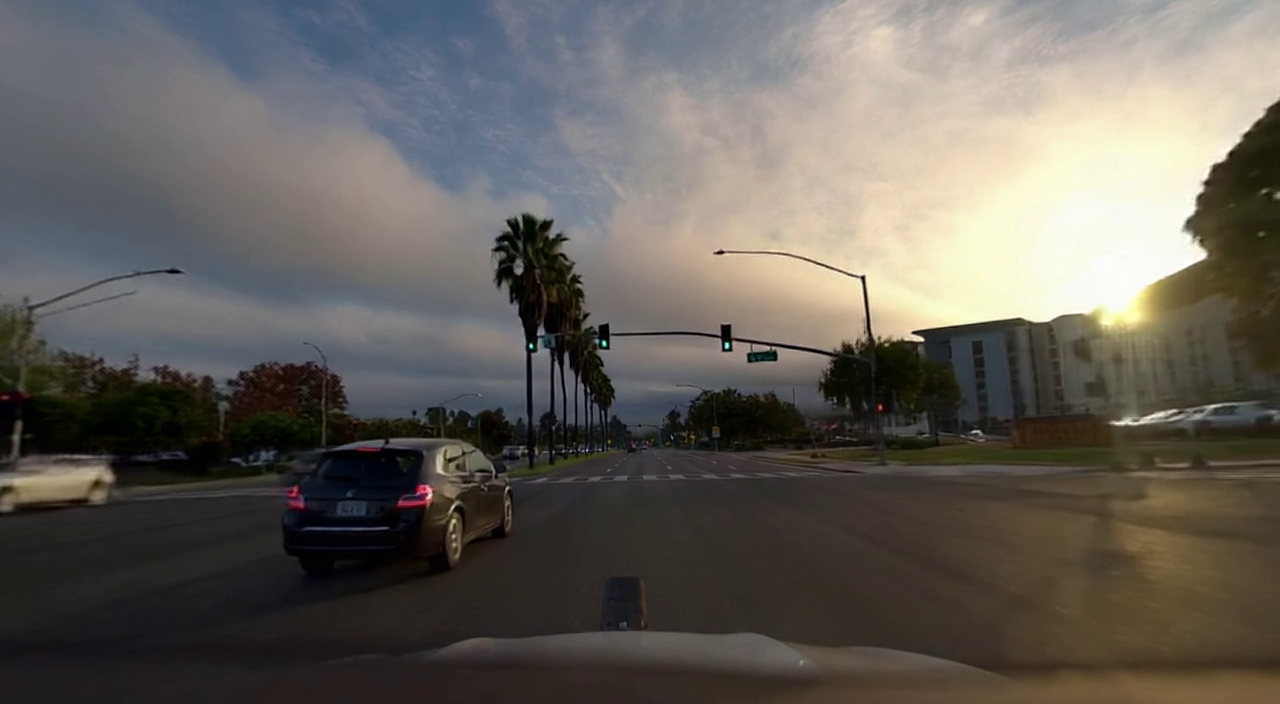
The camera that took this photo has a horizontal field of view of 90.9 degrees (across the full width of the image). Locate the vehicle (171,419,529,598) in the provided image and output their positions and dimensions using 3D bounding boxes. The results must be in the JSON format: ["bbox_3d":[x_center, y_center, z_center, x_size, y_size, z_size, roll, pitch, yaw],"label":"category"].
[{"bbox_3d":[-2.968,1.718,7.974,2.162,1.549,4.795,0,-8,1],"label":"vehicle"}]

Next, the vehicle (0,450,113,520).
[{"bbox_3d":[-18.073,3.707,17.816,2.180,1.802,4.773,0,-8,0],"label":"vehicle"}]
